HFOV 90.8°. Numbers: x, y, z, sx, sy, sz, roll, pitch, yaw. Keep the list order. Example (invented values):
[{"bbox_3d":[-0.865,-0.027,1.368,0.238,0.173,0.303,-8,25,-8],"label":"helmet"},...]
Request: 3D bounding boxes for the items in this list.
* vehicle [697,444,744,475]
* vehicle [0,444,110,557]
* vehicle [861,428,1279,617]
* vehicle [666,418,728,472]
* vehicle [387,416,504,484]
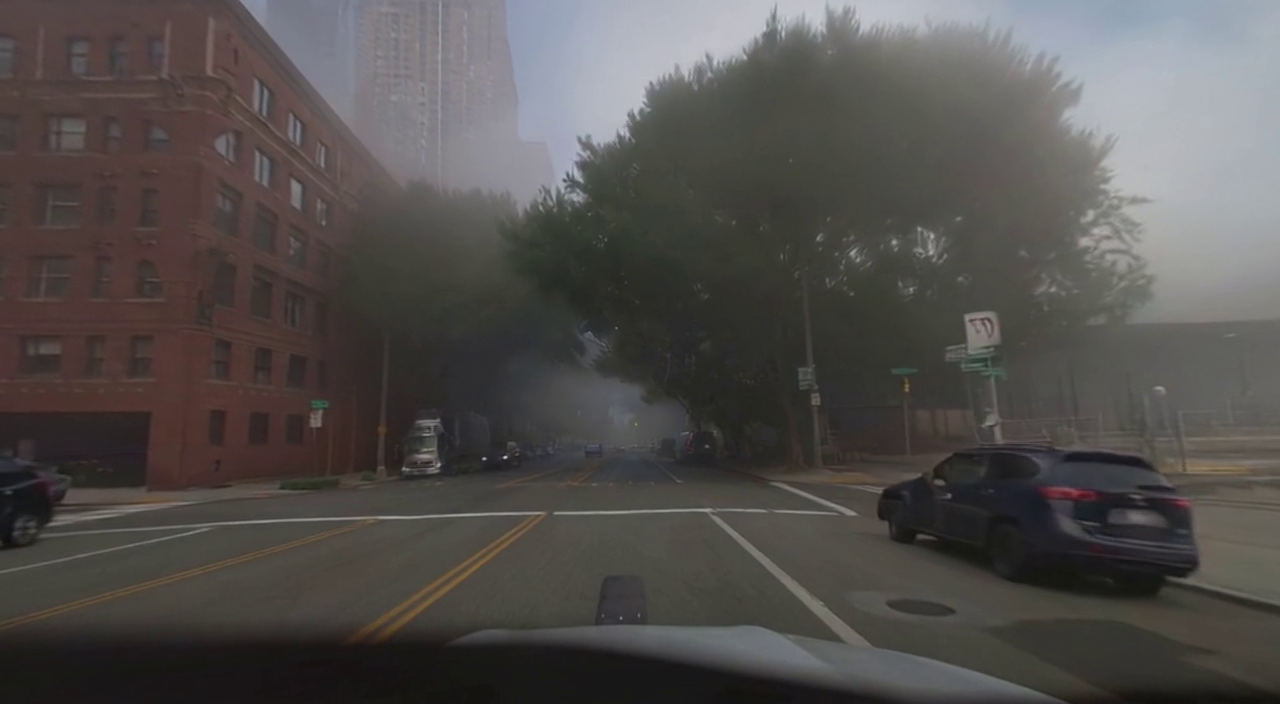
[{"bbox_3d":[4.187,5.649,33.423,1.891,1.535,4.068,0,-9,0],"label":"vehicle"},{"bbox_3d":[-11.224,2.390,9.904,2.039,1.770,4.445,-3,-9,-2],"label":"vehicle"},{"bbox_3d":[4.482,1.703,7.353,2.079,1.501,4.385,0,-9,-2],"label":"vehicle"},{"bbox_3d":[3.608,6.198,41.905,2.952,3.171,7.939,0,-9,-3],"label":"vehicle"},{"bbox_3d":[-11.487,5.957,39.040,3.049,3.345,12.614,-4,-8,1],"label":"vehicle"}]
